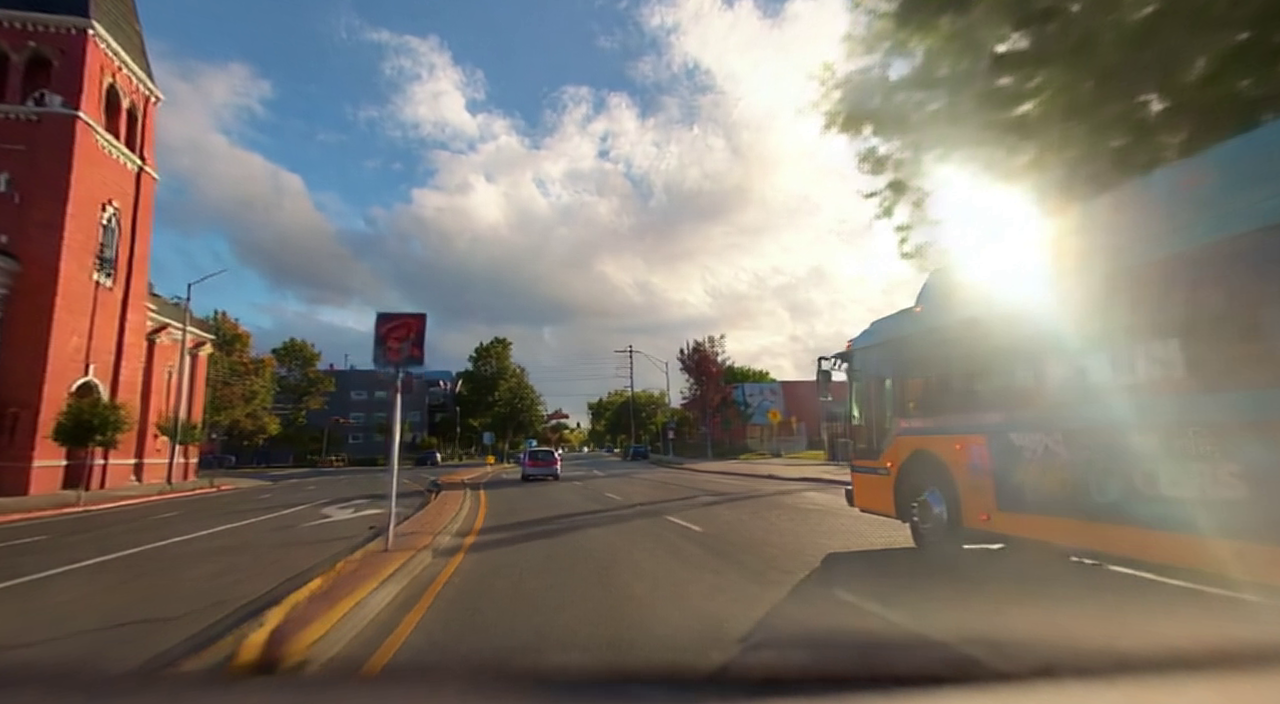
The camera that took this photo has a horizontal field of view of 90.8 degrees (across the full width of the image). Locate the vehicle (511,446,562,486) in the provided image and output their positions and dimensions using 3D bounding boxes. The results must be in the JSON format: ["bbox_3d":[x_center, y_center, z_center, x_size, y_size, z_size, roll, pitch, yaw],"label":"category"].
[{"bbox_3d":[-4.726,5.060,28.370,2.032,1.621,4.082,2,-9,-12],"label":"vehicle"}]

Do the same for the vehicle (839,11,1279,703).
[{"bbox_3d":[4.712,-0.116,2.276,3.028,3.353,12.630,0,-9,-4],"label":"vehicle"}]
